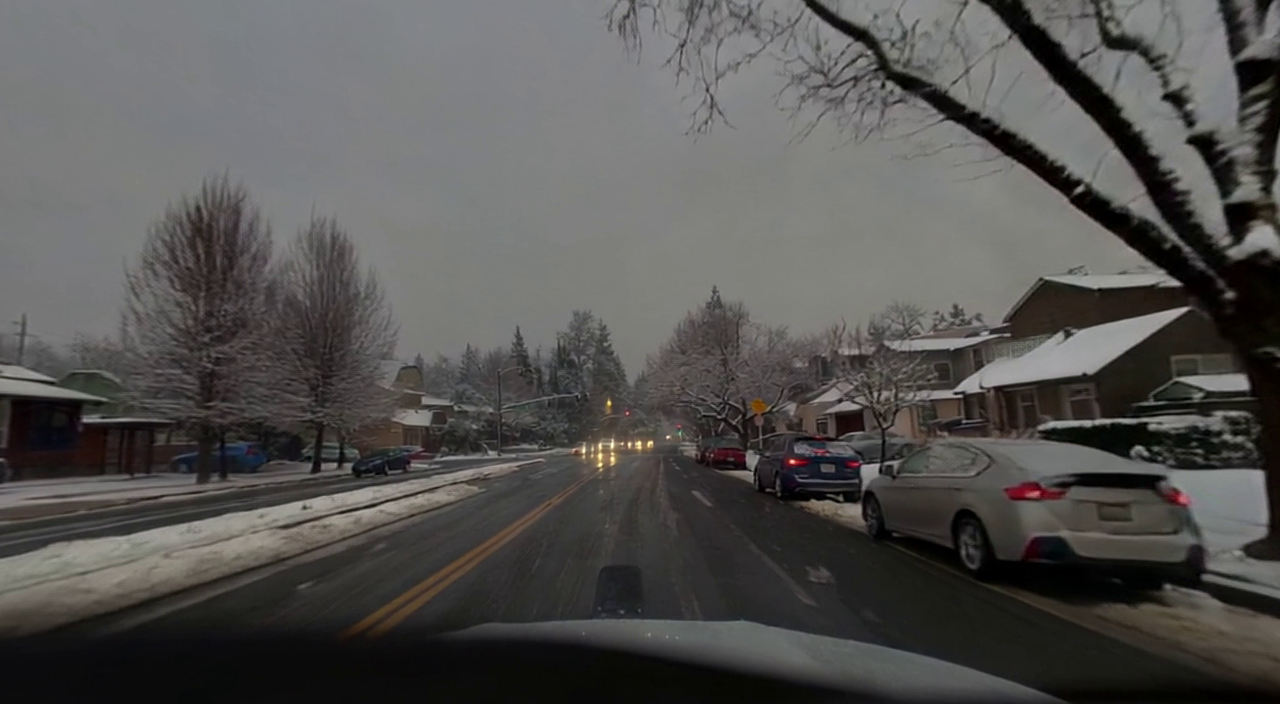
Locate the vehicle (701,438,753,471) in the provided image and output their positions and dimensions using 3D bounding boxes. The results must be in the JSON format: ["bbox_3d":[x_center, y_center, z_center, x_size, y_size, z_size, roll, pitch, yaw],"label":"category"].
[{"bbox_3d":[4.191,5.016,31.163,1.964,1.485,4.454,0,-8,0],"label":"vehicle"}]

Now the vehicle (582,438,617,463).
[{"bbox_3d":[-2.559,6.388,40.941,1.986,1.508,4.261,0,-8,0],"label":"vehicle"}]

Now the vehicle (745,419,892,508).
[{"bbox_3d":[4.002,2.601,15.100,2.069,1.780,4.480,0,-8,-1],"label":"vehicle"}]

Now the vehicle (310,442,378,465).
[{"bbox_3d":[-22.144,7.596,47.314,4.091,1.614,1.910,0,-8,-1],"label":"vehicle"}]

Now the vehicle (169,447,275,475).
[{"bbox_3d":[-22.343,5.834,33.874,4.397,1.423,1.789,0,-8,2],"label":"vehicle"}]

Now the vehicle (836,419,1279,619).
[{"bbox_3d":[3.934,1.584,7.043,1.956,1.468,4.524,0,-8,-1],"label":"vehicle"}]

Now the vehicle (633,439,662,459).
[{"bbox_3d":[0.573,7.430,48.463,2.081,1.475,4.361,0,-8,0],"label":"vehicle"}]
